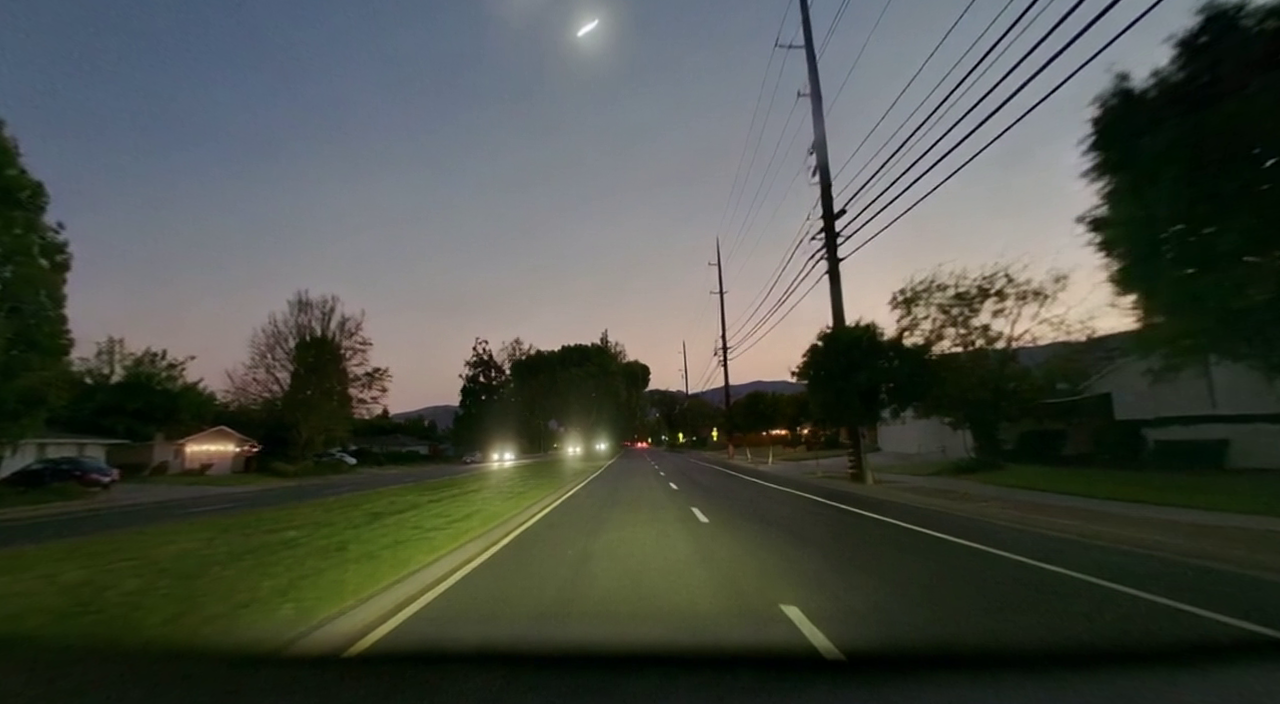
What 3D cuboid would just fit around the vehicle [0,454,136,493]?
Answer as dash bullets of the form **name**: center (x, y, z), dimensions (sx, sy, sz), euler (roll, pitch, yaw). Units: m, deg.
- **vehicle**: center (-26.978, 5.674, 29.703), dimensions (4.929, 1.667, 1.930), euler (0, -8, 2)
